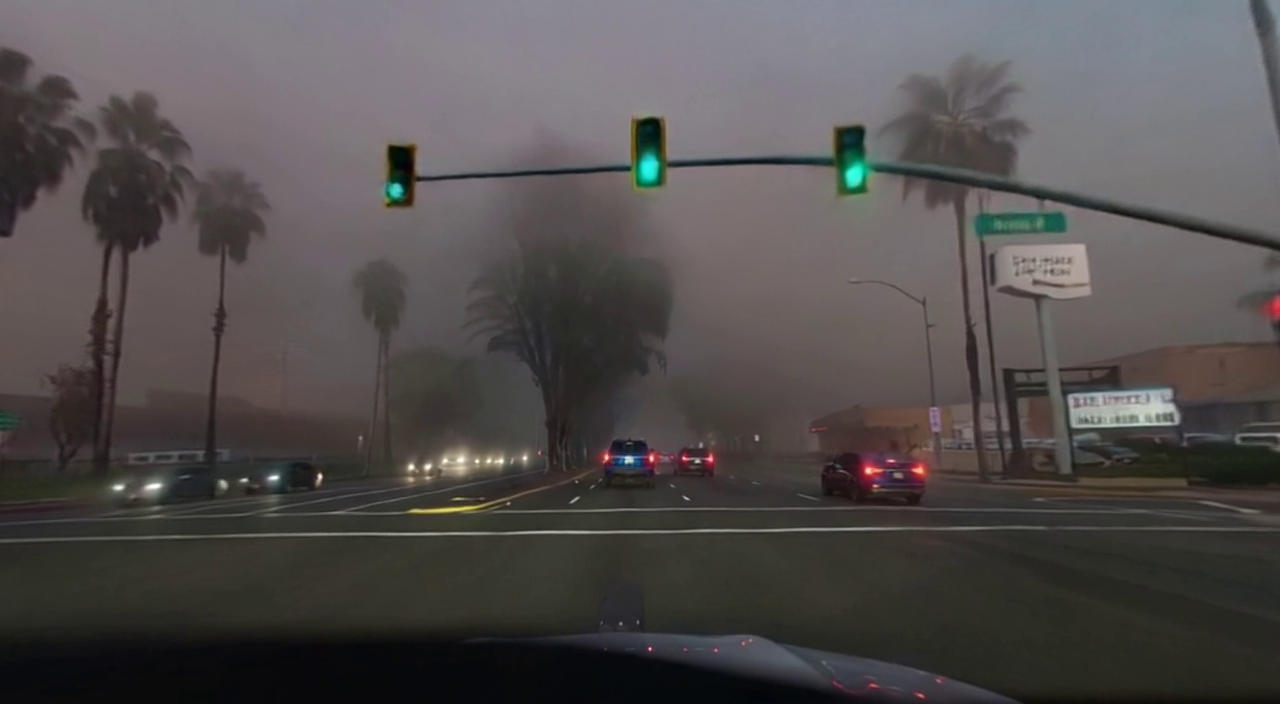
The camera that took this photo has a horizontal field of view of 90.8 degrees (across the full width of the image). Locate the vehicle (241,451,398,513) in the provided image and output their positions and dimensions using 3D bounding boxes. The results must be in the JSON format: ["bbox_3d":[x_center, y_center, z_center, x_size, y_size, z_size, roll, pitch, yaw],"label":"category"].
[{"bbox_3d":[-8.625,3.498,17.525,2.061,1.415,4.289,0,-8,1],"label":"vehicle"}]

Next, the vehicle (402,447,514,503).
[{"bbox_3d":[-5.254,3.584,18.882,2.030,1.441,4.324,0,-8,0],"label":"vehicle"}]

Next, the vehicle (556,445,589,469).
[{"bbox_3d":[-5.164,8.098,49.060,2.160,1.769,4.494,0,-8,-1],"label":"vehicle"}]

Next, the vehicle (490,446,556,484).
[{"bbox_3d":[-5.131,5.002,28.322,2.036,1.541,4.107,-1,-8,2],"label":"vehicle"}]

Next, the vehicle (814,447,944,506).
[{"bbox_3d":[6.653,3.474,18.181,1.944,1.447,4.309,0,-8,-2],"label":"vehicle"}]

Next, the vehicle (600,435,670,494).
[{"bbox_3d":[-0.190,3.752,21.514,2.151,1.787,4.109,0,-8,-1],"label":"vehicle"}]

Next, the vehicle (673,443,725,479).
[{"bbox_3d":[2.900,5.497,32.227,2.112,1.710,4.234,0,-8,-2],"label":"vehicle"}]

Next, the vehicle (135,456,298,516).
[{"bbox_3d":[-11.957,3.774,18.259,1.850,1.414,4.184,0,-8,-1],"label":"vehicle"}]
